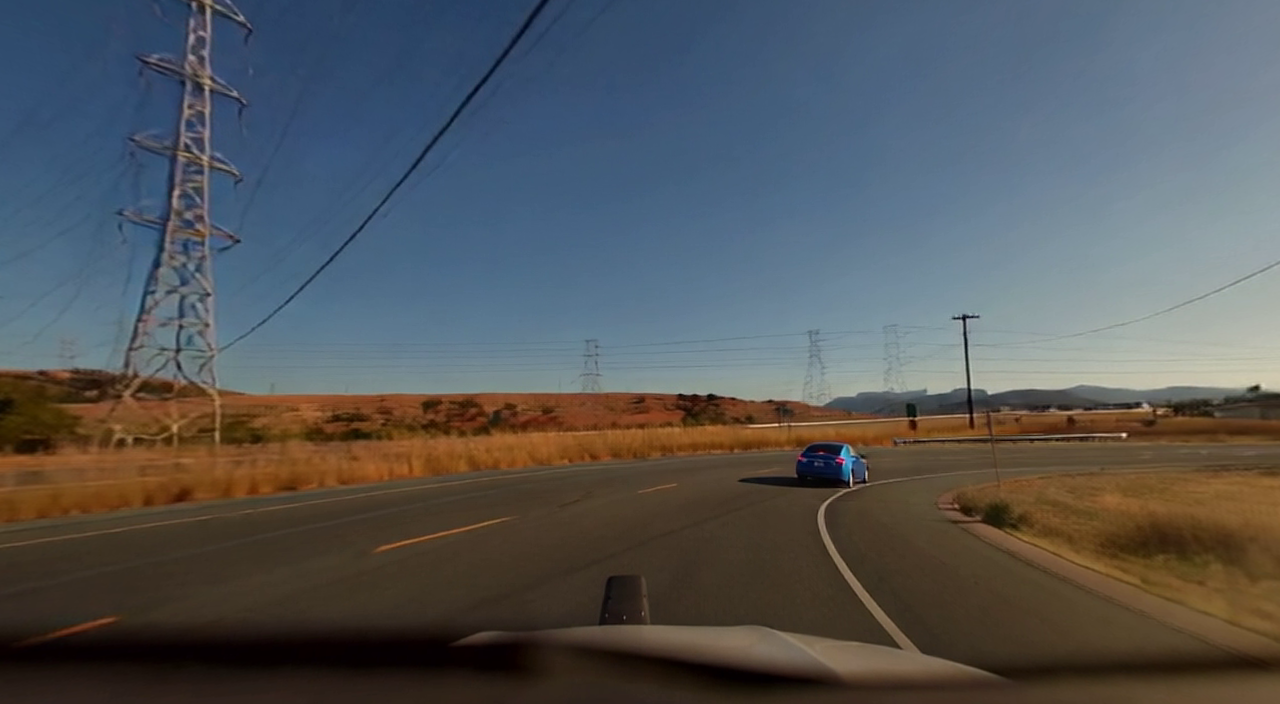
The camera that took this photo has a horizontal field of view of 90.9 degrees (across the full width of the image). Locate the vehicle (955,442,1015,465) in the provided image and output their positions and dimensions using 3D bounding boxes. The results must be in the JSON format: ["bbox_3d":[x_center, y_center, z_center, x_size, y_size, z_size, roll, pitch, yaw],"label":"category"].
[{"bbox_3d":[23.033,6.751,42.050,4.307,1.465,1.836,6,-11,-37],"label":"vehicle"}]

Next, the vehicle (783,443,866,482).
[{"bbox_3d":[7.572,4.408,25.598,2.026,1.407,4.374,-6,-10,32],"label":"vehicle"}]

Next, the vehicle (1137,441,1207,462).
[{"bbox_3d":[41.362,7.700,49.022,4.102,1.552,1.931,2,-9,-13],"label":"vehicle"}]
